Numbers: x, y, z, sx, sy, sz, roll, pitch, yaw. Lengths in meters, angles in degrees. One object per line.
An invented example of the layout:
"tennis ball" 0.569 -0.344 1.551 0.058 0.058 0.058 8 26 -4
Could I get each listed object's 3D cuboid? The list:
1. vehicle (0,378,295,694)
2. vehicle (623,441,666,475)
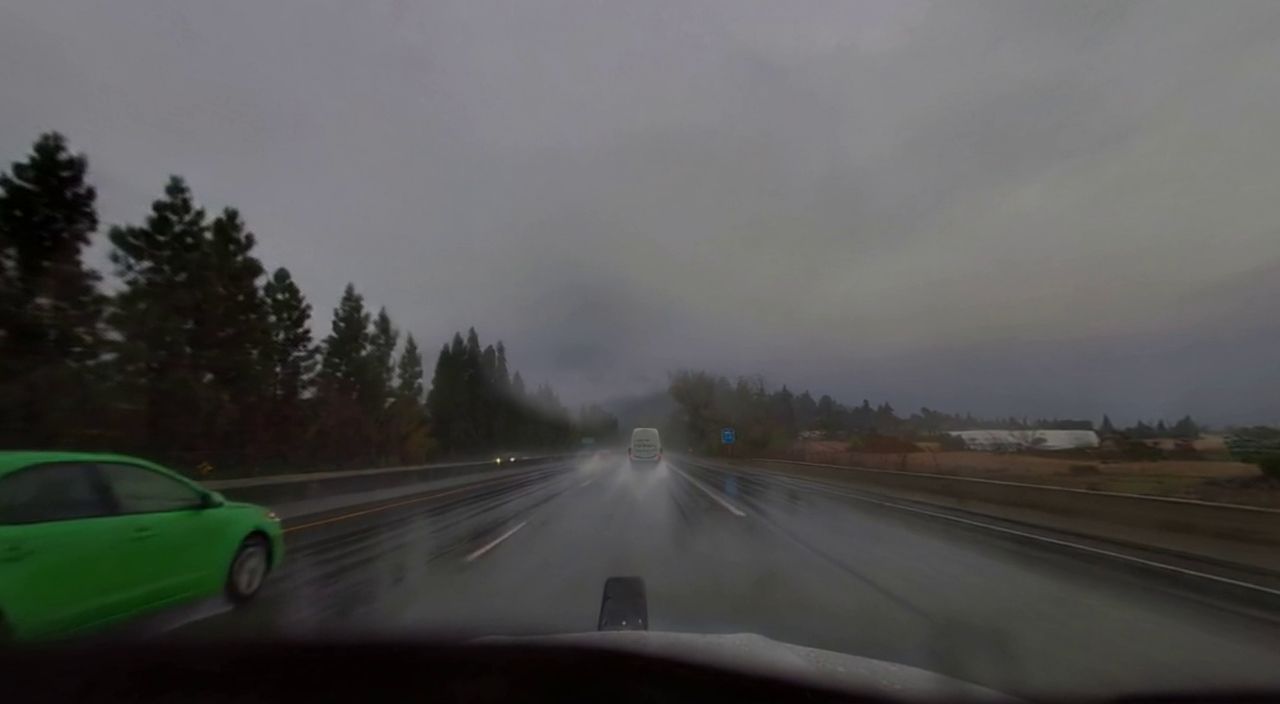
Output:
"vehicle" -4.508 1.090 3.995 2.078 1.696 4.437 0 -9 0
"vehicle" 0.237 5.701 34.067 2.172 1.687 3.929 0 -9 0
